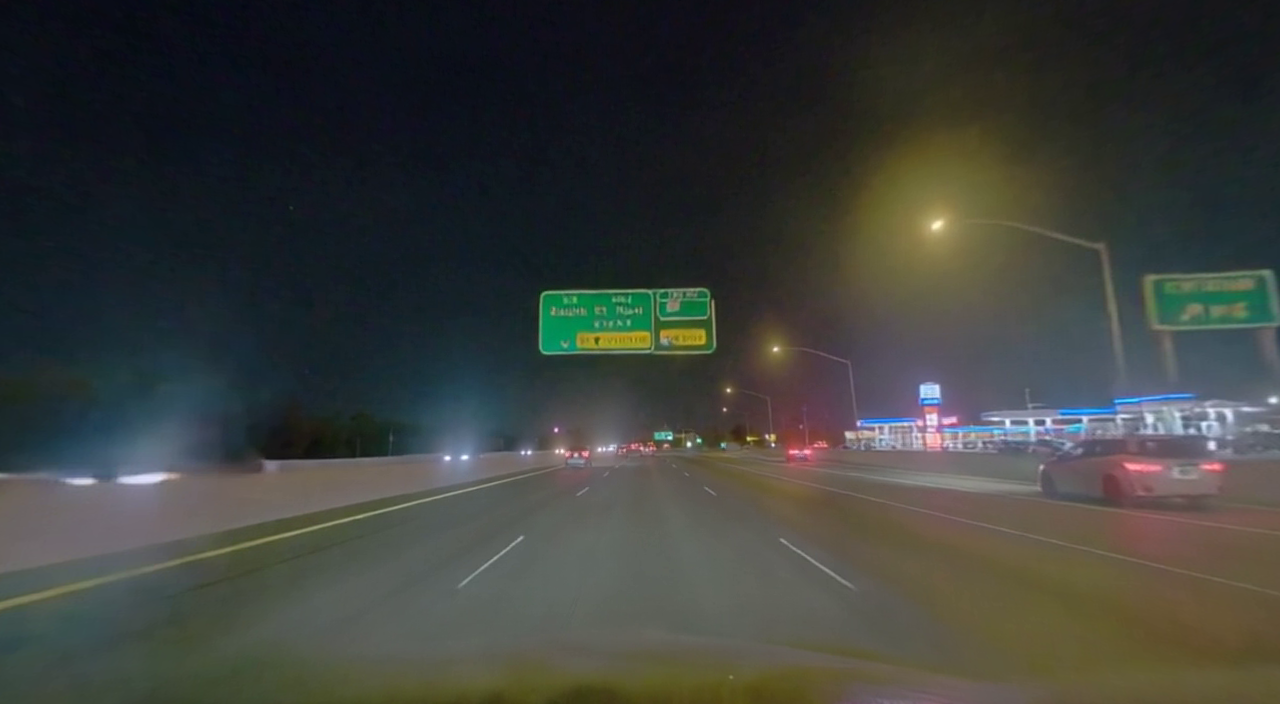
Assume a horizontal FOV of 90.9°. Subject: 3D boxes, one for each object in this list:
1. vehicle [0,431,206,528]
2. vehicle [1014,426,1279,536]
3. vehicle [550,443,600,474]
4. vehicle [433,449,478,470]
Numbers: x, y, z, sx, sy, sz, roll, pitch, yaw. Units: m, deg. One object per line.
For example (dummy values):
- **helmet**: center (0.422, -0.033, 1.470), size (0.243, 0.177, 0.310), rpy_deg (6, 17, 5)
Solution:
- **vehicle**: center (-11.371, 2.491, 12.850), size (1.898, 1.610, 4.423), rpy_deg (0, -9, 0)
- **vehicle**: center (8.864, 2.110, 10.992), size (1.909, 1.467, 4.940), rpy_deg (-1, -9, 4)
- **vehicle**: center (-3.330, 5.521, 32.950), size (2.114, 1.510, 4.186), rpy_deg (-1, -9, 1)
- **vehicle**: center (-13.869, 8.089, 47.734), size (1.926, 1.473, 4.838), rpy_deg (-1, -9, 1)
